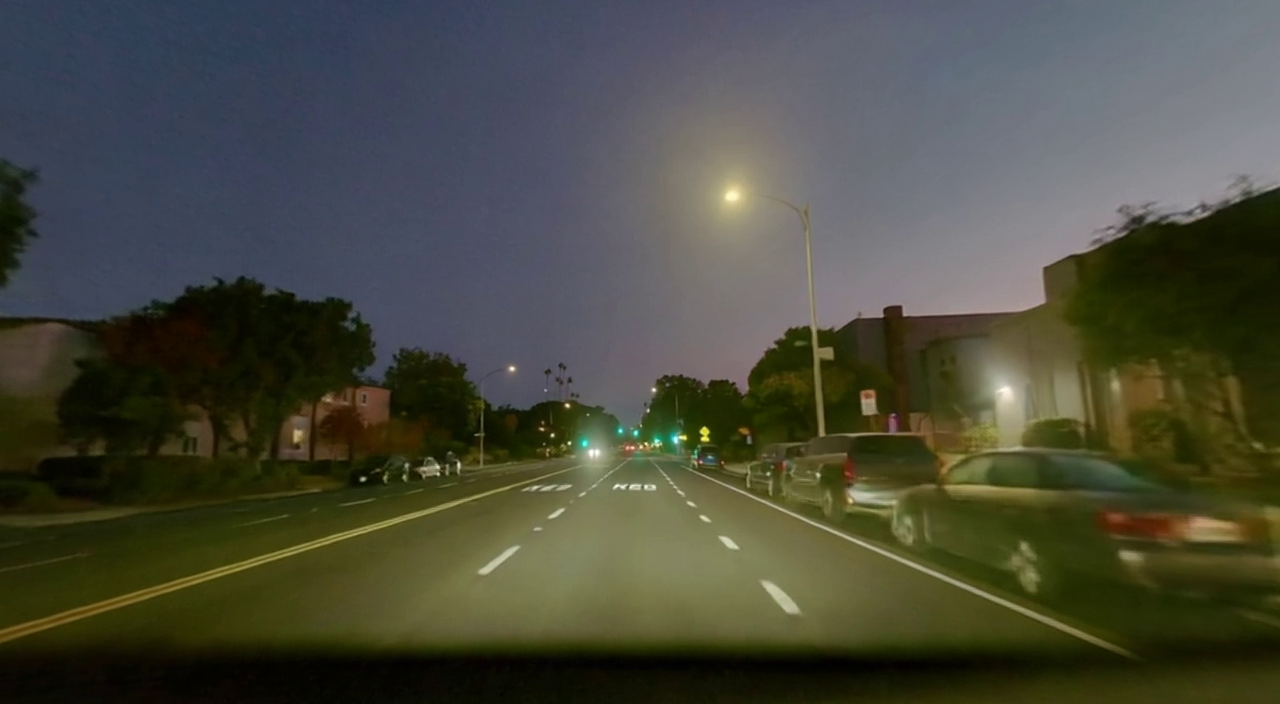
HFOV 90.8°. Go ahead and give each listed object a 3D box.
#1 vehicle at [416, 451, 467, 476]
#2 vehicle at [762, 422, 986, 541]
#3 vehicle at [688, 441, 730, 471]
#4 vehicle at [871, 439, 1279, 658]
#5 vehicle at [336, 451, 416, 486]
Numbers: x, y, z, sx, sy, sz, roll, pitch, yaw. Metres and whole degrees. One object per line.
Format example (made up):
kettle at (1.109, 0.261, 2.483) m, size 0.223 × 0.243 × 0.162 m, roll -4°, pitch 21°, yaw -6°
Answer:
vehicle at (-13.886, 7.798, 44.405) m, size 1.983 × 1.608 × 4.699 m, roll 0°, pitch -8°, yaw 1°
vehicle at (4.018, 2.316, 11.995) m, size 2.338 × 1.771 × 4.680 m, roll 0°, pitch -8°, yaw -2°
vehicle at (4.272, 6.548, 39.903) m, size 2.220 × 1.752 × 4.782 m, roll 0°, pitch -8°, yaw 1°
vehicle at (4.206, 1.654, 6.558) m, size 1.845 × 1.443 × 4.531 m, roll 0°, pitch -8°, yaw -1°
vehicle at (-13.964, 6.170, 33.751) m, size 2.163 × 1.641 × 4.875 m, roll 0°, pitch -8°, yaw 0°
